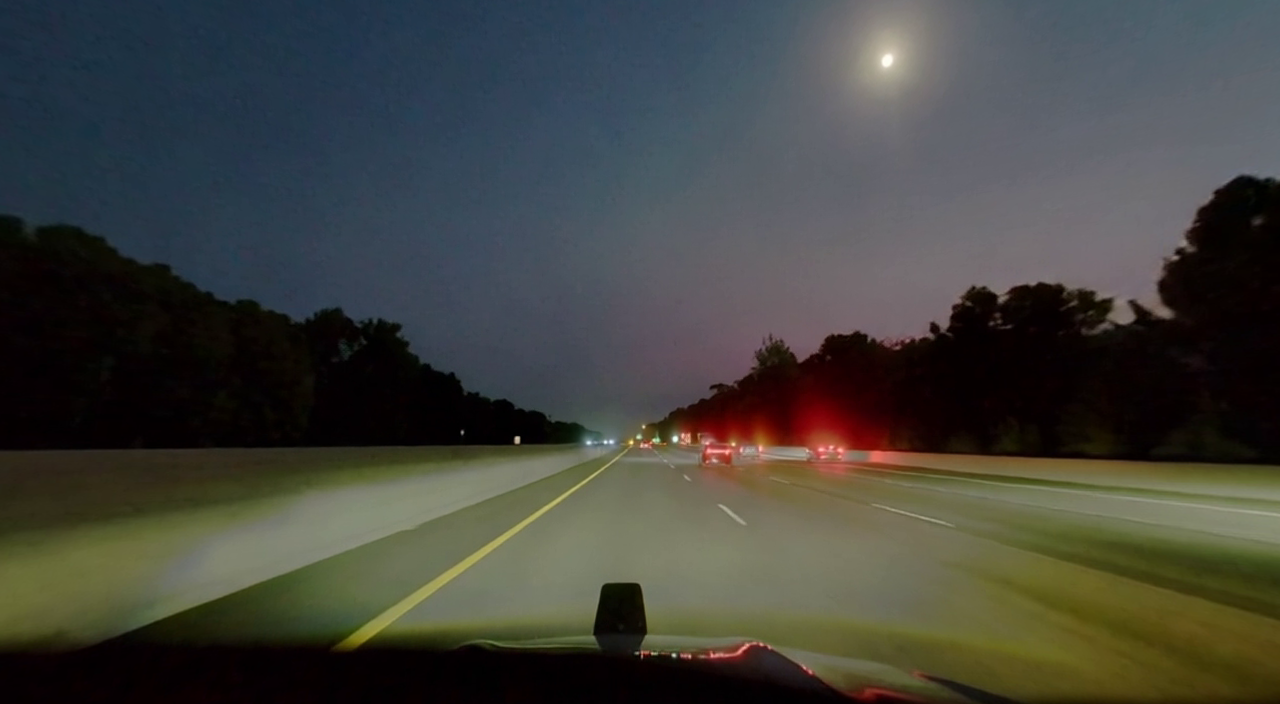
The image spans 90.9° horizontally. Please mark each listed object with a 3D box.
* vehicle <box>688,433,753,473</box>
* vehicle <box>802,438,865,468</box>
[{"bbox_3d":[3.517,4.506,28.335,2.326,1.644,4.206,0,-8,-1],"label":"vehicle"},{"bbox_3d":[10.445,5.483,34.409,1.970,1.479,4.480,0,-8,0],"label":"vehicle"}]
